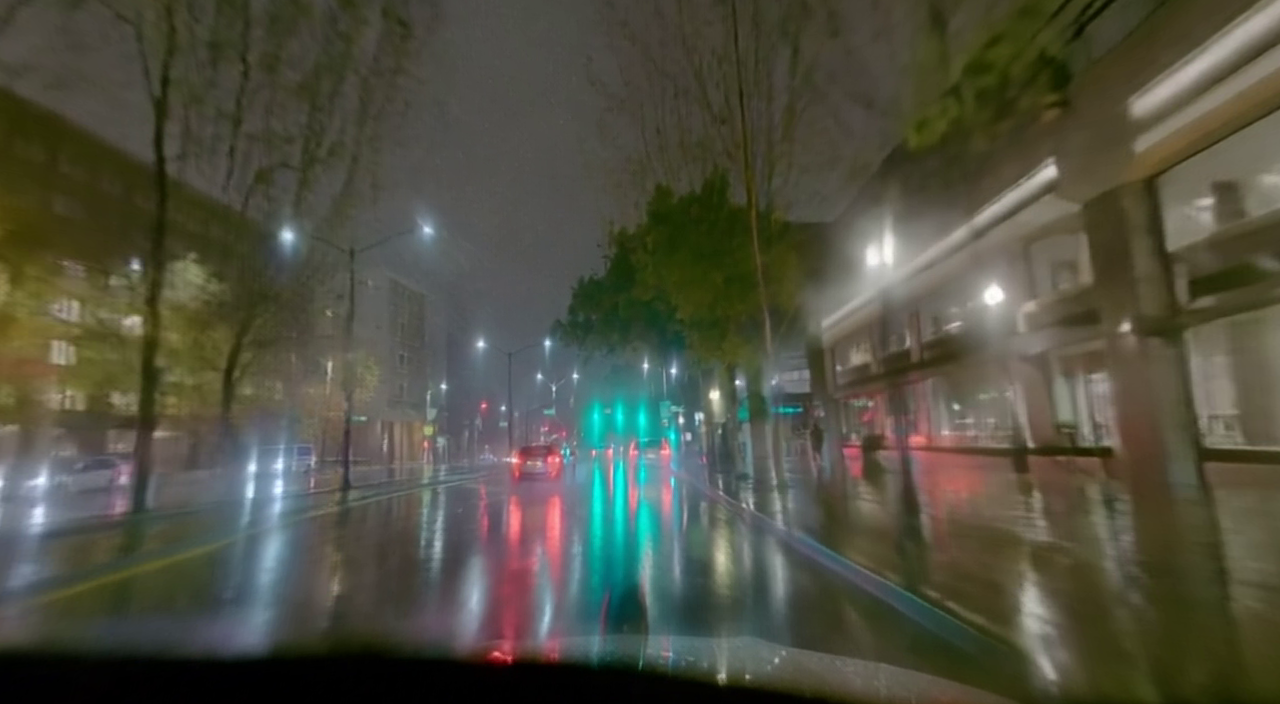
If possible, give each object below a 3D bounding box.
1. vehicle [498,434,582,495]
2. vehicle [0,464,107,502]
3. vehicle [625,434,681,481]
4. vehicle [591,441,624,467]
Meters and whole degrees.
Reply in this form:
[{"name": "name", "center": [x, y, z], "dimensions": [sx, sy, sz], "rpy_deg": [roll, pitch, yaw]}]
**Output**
[{"name": "vehicle", "center": [-3.046, 3.512, 20.002], "dimensions": [1.940, 1.722, 3.823], "rpy_deg": [0, -8, 1]}, {"name": "vehicle", "center": [-30.503, 6.694, 32.559], "dimensions": [1.929, 1.671, 4.597], "rpy_deg": [0, -8, -2]}, {"name": "vehicle", "center": [0.503, 4.259, 25.690], "dimensions": [2.120, 1.758, 3.917], "rpy_deg": [0, -8, 1]}, {"name": "vehicle", "center": [-2.411, 7.686, 47.837], "dimensions": [2.220, 1.847, 4.587], "rpy_deg": [0, -8, 1]}]
